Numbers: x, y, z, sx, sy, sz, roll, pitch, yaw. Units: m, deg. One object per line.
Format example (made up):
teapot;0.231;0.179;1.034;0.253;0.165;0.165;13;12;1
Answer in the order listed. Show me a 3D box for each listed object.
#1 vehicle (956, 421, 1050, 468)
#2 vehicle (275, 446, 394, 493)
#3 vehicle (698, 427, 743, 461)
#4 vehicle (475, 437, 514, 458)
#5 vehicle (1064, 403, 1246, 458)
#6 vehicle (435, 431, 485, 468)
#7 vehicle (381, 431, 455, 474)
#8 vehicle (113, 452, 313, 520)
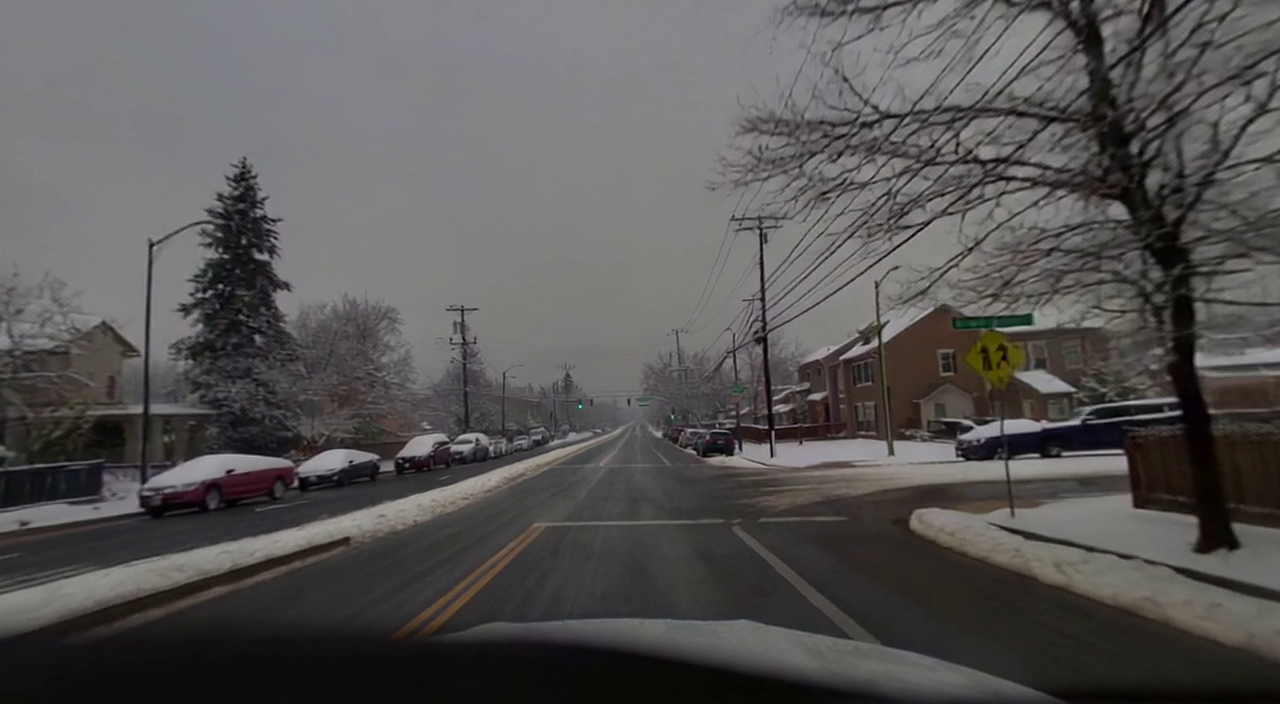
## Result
vehicle;13.831;3.469;23.959;2.122;1.474;4.313;-10;-10;41
vehicle;-11.130;4.272;23.444;2.082;1.540;4.654;0;-9;0
vehicle;4.309;4.998;34.252;1.867;1.680;4.176;0;-9;0
vehicle;-11.225;7.431;49.028;2.051;1.520;4.374;0;-9;-1
vehicle;19.442;3.002;24.046;4.973;1.974;2.140;0;-9;0
vehicle;-11.353;6.107;40.118;1.926;1.998;4.447;-4;-6;-2
vehicle;-11.194;5.110;32.224;2.056;1.980;4.763;0;-9;-1
vehicle;-11.097;3.468;16.966;1.970;1.523;4.702;-1;-9;2
